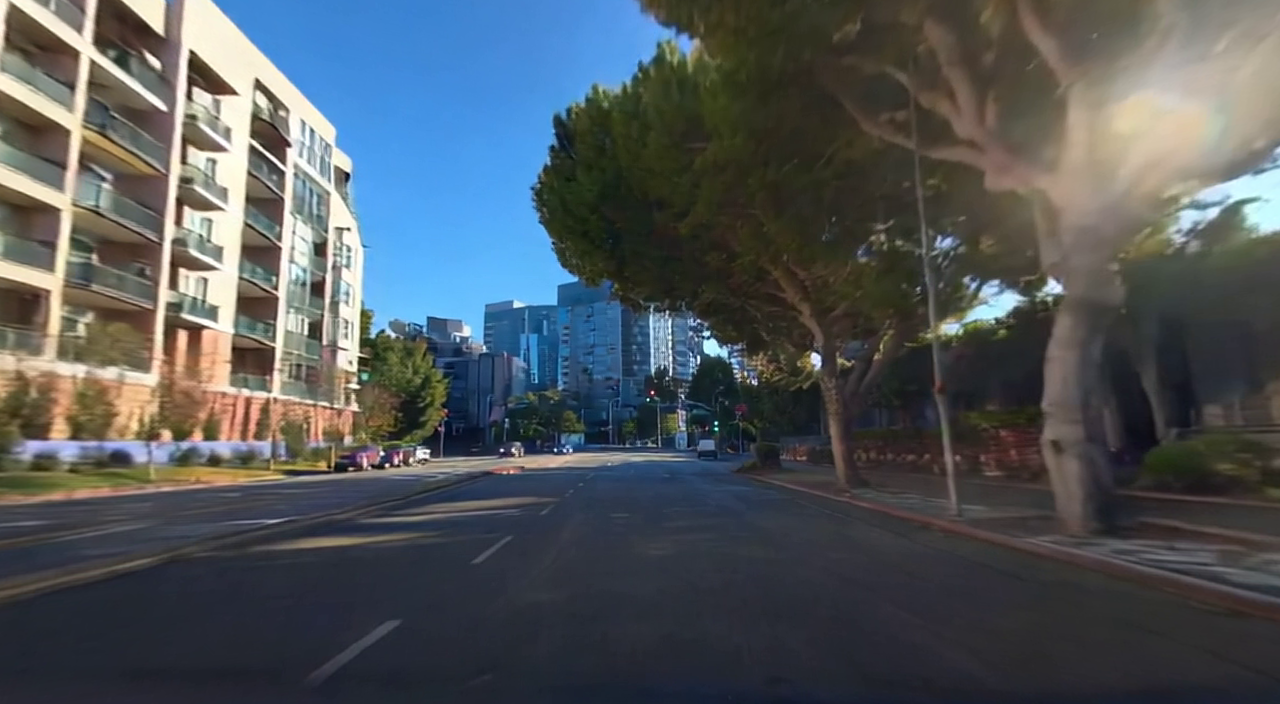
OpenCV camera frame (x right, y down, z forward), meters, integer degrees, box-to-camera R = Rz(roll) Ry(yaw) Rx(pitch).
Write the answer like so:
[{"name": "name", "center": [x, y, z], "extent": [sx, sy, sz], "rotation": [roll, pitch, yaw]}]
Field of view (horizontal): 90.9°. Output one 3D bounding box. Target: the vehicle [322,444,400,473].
[{"name": "vehicle", "center": [-15.642, 5.986, 35.670], "extent": [1.878, 1.506, 4.693], "rotation": [-1, -9, 6]}]

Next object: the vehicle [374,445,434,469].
[{"name": "vehicle", "center": [-15.665, 6.978, 42.123], "extent": [1.816, 1.464, 4.540], "rotation": [-1, -9, 6]}]

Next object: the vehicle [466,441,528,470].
[{"name": "vehicle", "center": [-7.976, 5.812, 35.540], "extent": [2.017, 1.473, 4.379], "rotation": [-1, -9, 7]}]
